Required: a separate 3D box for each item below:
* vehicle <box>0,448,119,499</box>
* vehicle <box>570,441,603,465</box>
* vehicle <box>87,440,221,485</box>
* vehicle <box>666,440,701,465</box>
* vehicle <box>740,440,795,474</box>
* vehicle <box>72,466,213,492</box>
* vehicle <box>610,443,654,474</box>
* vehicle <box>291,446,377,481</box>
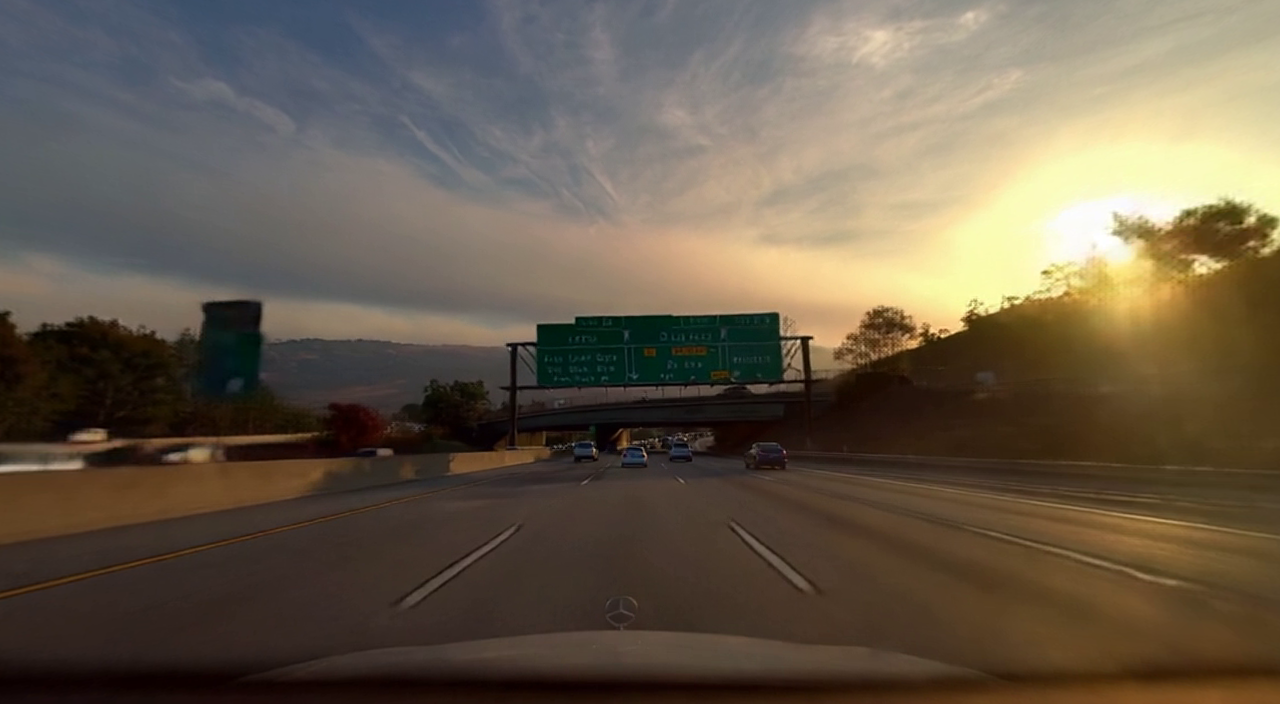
[{"bbox_3d":[-24.856,4.858,25.706,2.169,1.903,5.953,0,-9,0],"label":"vehicle"},{"bbox_3d":[-4.116,7.848,49.025,2.113,1.756,4.471,0,-9,0],"label":"vehicle"},{"bbox_3d":[-24.936,5.660,32.814,2.315,2.102,5.833,0,-9,0],"label":"vehicle"},{"bbox_3d":[3.274,7.759,48.769,2.177,1.831,4.766,0,-9,-2],"label":"vehicle"},{"bbox_3d":[6.534,5.426,32.739,1.936,1.625,3.991,0,-9,-1],"label":"vehicle"},{"bbox_3d":[-24.962,6.397,32.066,2.739,0.977,5.545,0,-9,0],"label":"vehicle"},{"bbox_3d":[-0.389,5.457,32.528,2.075,1.486,4.007,0,-9,0],"label":"vehicle"},{"bbox_3d":[-14.418,5.237,30.071,1.860,1.515,4.407,0,-9,0],"label":"vehicle"}]
